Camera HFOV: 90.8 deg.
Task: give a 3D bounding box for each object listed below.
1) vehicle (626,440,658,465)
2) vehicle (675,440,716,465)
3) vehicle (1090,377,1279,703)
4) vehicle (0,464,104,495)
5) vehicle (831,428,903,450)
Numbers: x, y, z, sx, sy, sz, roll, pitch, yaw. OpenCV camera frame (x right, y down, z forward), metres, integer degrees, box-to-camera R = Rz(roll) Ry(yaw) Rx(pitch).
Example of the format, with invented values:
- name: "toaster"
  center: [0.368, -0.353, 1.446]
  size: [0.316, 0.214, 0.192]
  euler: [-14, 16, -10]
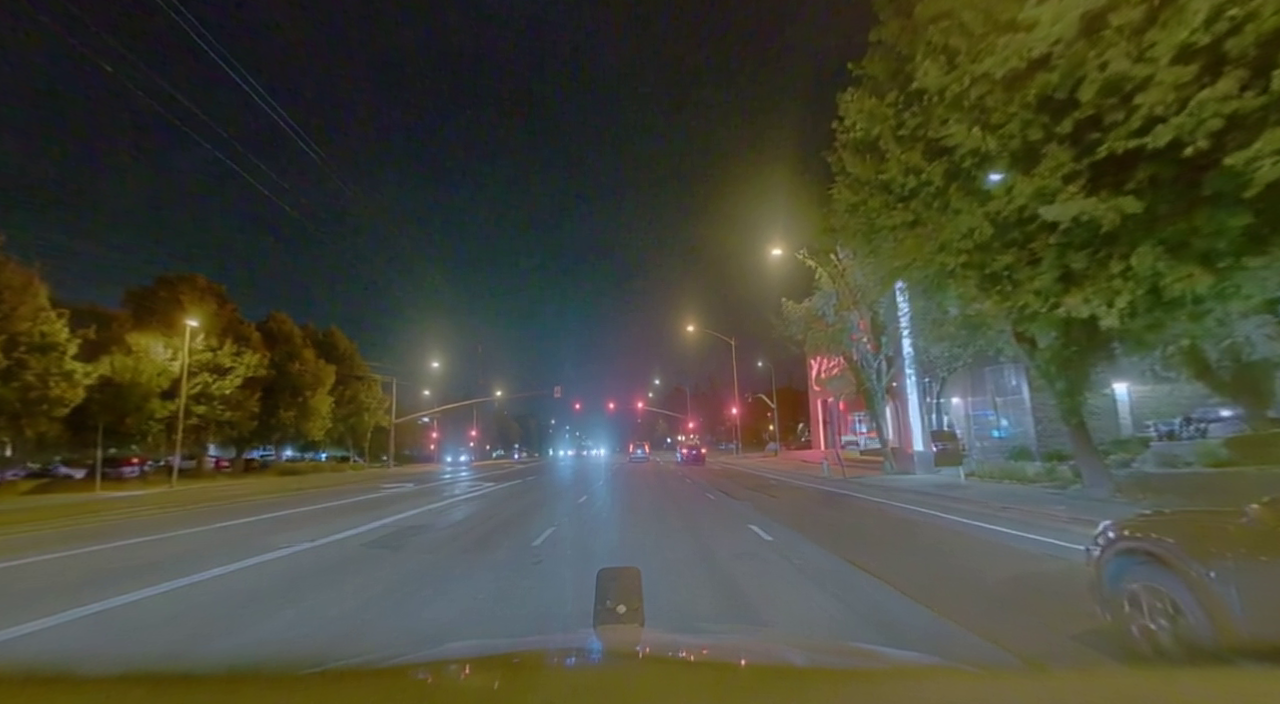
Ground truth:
- name: "vehicle"
  center: [0.065, 7.073, 44.628]
  size: [2.146, 1.685, 4.003]
  euler: [0, -8, -2]
- name: "vehicle"
  center: [3.740, 6.891, 43.478]
  size: [2.198, 1.660, 4.512]
  euler: [0, -8, -2]
- name: "vehicle"
  center: [3.822, 0.727, 1.634]
  size: [1.889, 1.572, 4.605]
  euler: [0, -8, 0]
- name: "vehicle"
  center: [-33.935, 7.293, 36.204]
  size: [4.560, 1.530, 1.950]
  euler: [5, -10, -32]
- name: "vehicle"
  center: [15.865, 6.122, 44.311]
  size: [4.344, 1.512, 1.936]
  euler: [-1, -8, 5]
